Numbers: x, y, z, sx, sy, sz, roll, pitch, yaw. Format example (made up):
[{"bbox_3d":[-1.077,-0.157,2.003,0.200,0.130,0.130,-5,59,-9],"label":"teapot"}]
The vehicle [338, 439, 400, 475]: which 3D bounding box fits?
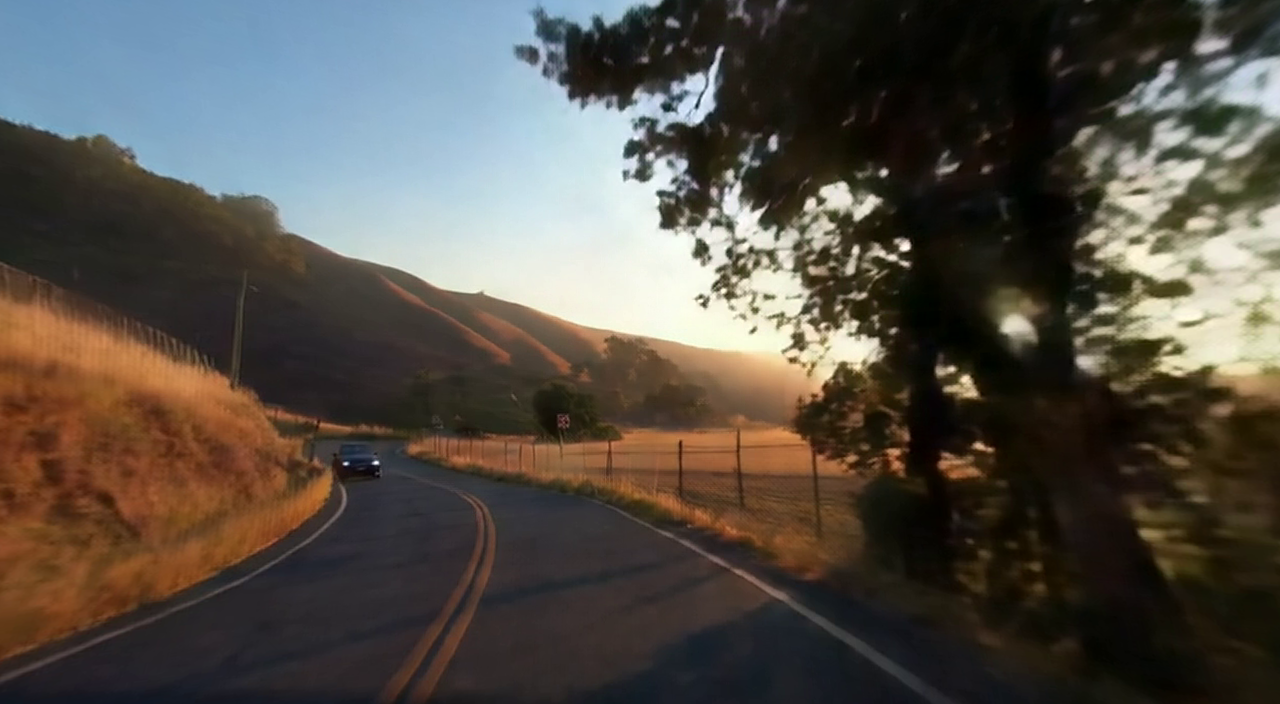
[{"bbox_3d":[-13.071,4.981,30.206,2.075,1.562,4.241,5,-9,-31],"label":"vehicle"}]
